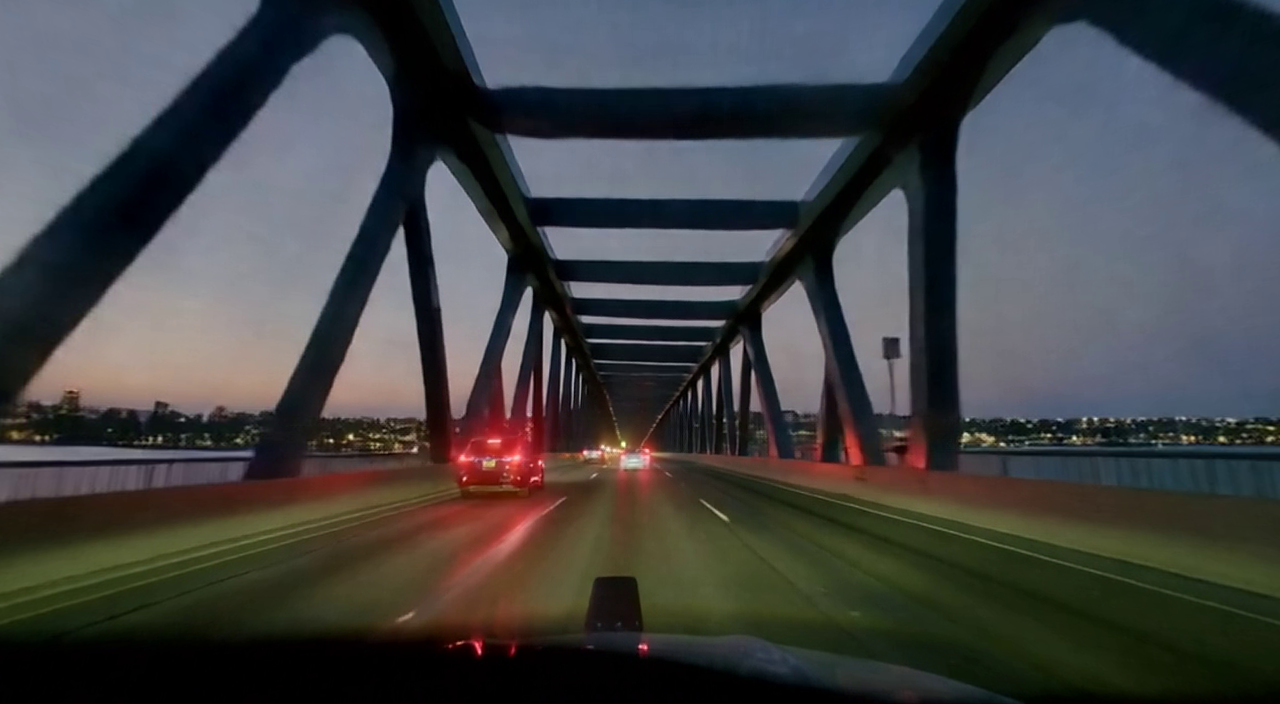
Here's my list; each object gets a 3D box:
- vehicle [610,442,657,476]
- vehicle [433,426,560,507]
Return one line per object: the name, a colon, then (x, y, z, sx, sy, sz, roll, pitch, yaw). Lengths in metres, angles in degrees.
vehicle: (-0.298, 4.994, 29.643, 2.048, 1.450, 3.973, 0, -9, -1)
vehicle: (-3.562, 2.957, 16.743, 2.190, 1.807, 4.741, 0, -9, 1)
